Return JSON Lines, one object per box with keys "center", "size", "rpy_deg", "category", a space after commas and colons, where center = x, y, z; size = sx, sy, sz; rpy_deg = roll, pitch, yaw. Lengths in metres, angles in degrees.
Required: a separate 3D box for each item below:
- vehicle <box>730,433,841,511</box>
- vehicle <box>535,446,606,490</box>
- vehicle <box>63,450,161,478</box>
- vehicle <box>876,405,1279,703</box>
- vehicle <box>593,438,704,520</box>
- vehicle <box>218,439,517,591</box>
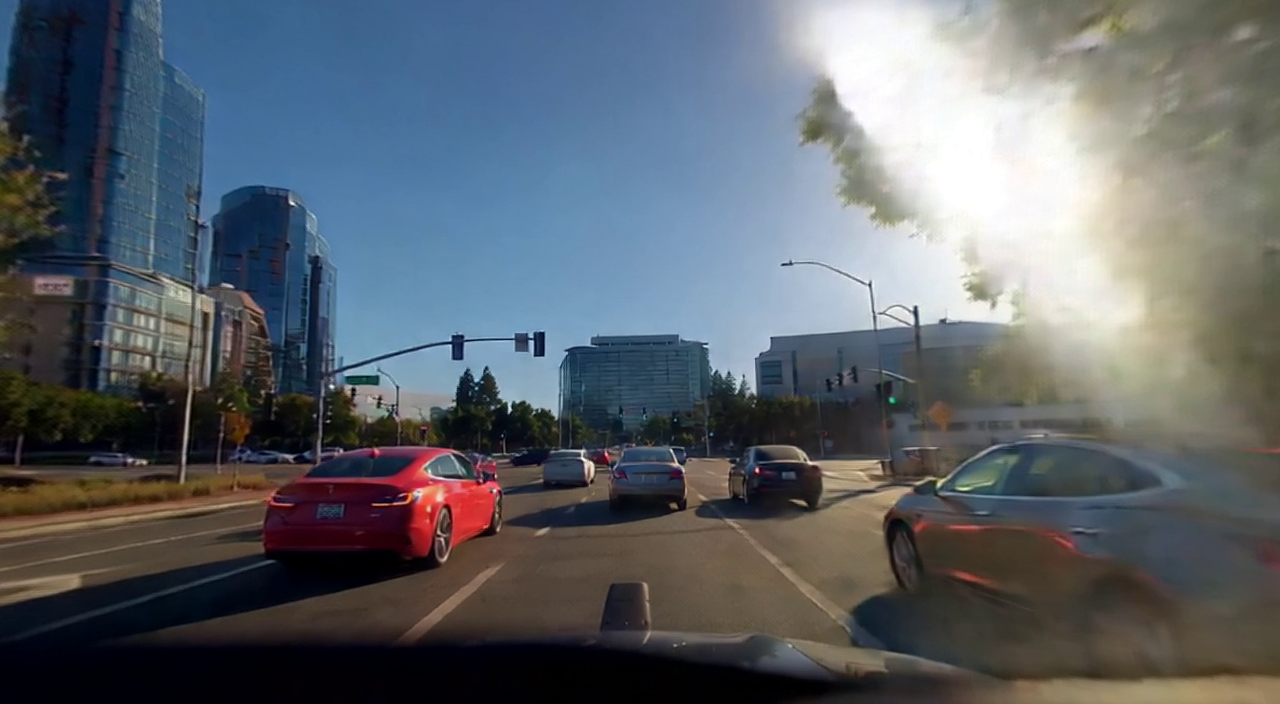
{"center": [3.610, 3.037, 16.413], "size": [1.938, 1.732, 4.006], "rpy_deg": [0, -8, 1], "category": "vehicle"}
{"center": [-2.565, 4.397, 24.273], "size": [2.089, 1.537, 4.073], "rpy_deg": [-1, -9, 2], "category": "vehicle"}
{"center": [-38.268, 8.089, 45.726], "size": [5.268, 1.770, 2.107], "rpy_deg": [-2, -9, 2], "category": "vehicle"}
{"center": [3.344, 1.198, 3.916], "size": [1.951, 1.522, 4.614], "rpy_deg": [0, -8, 0], "category": "vehicle"}
{"center": [0.147, 2.780, 14.346], "size": [2.144, 1.563, 4.218], "rpy_deg": [0, -9, 0], "category": "vehicle"}
{"center": [-3.149, 1.959, 8.526], "size": [2.015, 1.478, 4.407], "rpy_deg": [0, -8, 1], "category": "vehicle"}
